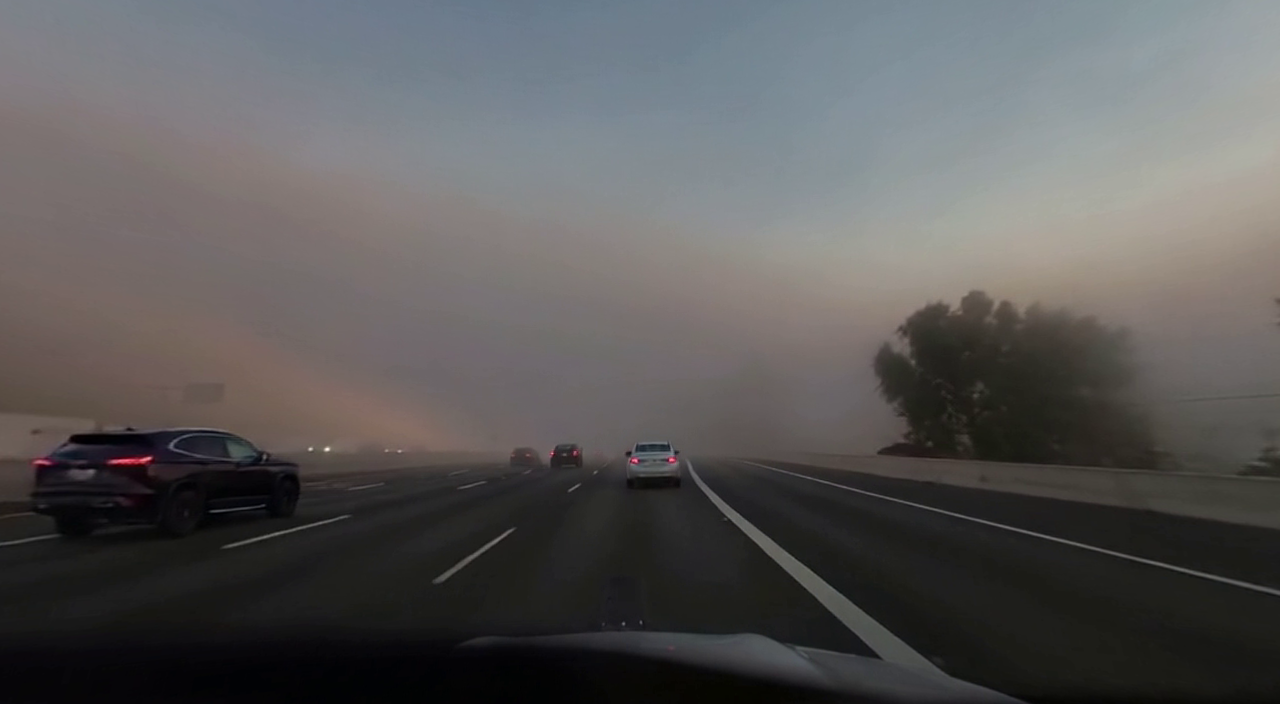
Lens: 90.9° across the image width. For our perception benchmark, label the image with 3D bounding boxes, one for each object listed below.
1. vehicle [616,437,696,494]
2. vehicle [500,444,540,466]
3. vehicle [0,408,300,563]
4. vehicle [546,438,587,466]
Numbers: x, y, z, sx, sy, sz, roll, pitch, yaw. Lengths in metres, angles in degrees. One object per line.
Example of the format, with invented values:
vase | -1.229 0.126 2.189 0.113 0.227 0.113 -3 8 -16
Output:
vehicle | 0.357 3.259 18.530 2.082 1.482 4.126 0 -8 -2
vehicle | -8.455 7.280 44.753 1.974 1.464 4.733 0 -8 -1
vehicle | -7.804 1.924 9.893 2.206 1.788 4.914 0 -8 0
vehicle | -4.759 6.593 41.698 2.289 1.777 4.534 0 -8 -2
